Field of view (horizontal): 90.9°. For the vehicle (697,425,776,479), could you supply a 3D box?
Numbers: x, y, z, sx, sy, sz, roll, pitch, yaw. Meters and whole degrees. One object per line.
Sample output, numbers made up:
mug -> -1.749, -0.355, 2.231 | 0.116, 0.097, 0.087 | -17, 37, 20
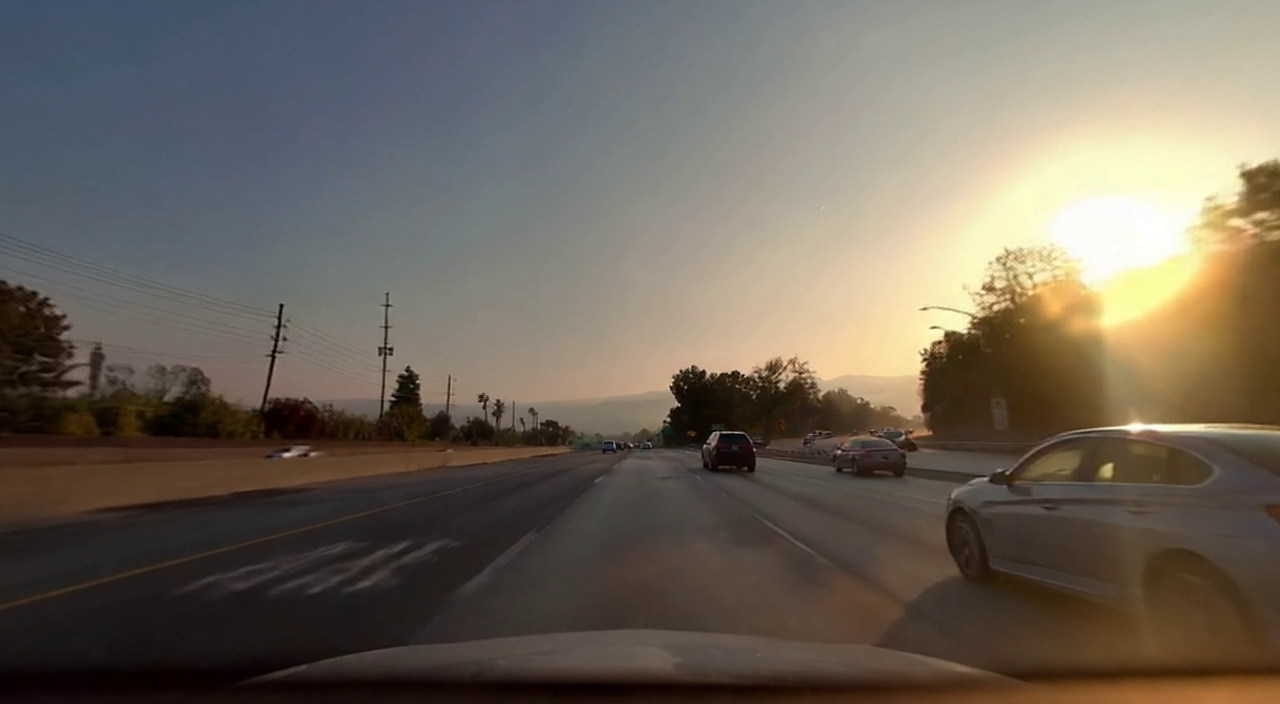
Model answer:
vehicle -> 3.918, 4.191, 26.791 | 2.442, 2.022, 5.466 | -1, -8, 0

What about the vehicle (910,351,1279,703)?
vehicle -> 3.805, 1.015, 4.060 | 2.146, 1.639, 4.475 | -1, -8, 0

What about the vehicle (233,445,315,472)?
vehicle -> -28.509, 8.300, 49.494 | 2.663, 1.853, 6.491 | 0, -8, -1

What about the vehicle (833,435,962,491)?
vehicle -> 7.664, 3.331, 19.323 | 2.022, 1.466, 4.509 | -1, -8, 0
